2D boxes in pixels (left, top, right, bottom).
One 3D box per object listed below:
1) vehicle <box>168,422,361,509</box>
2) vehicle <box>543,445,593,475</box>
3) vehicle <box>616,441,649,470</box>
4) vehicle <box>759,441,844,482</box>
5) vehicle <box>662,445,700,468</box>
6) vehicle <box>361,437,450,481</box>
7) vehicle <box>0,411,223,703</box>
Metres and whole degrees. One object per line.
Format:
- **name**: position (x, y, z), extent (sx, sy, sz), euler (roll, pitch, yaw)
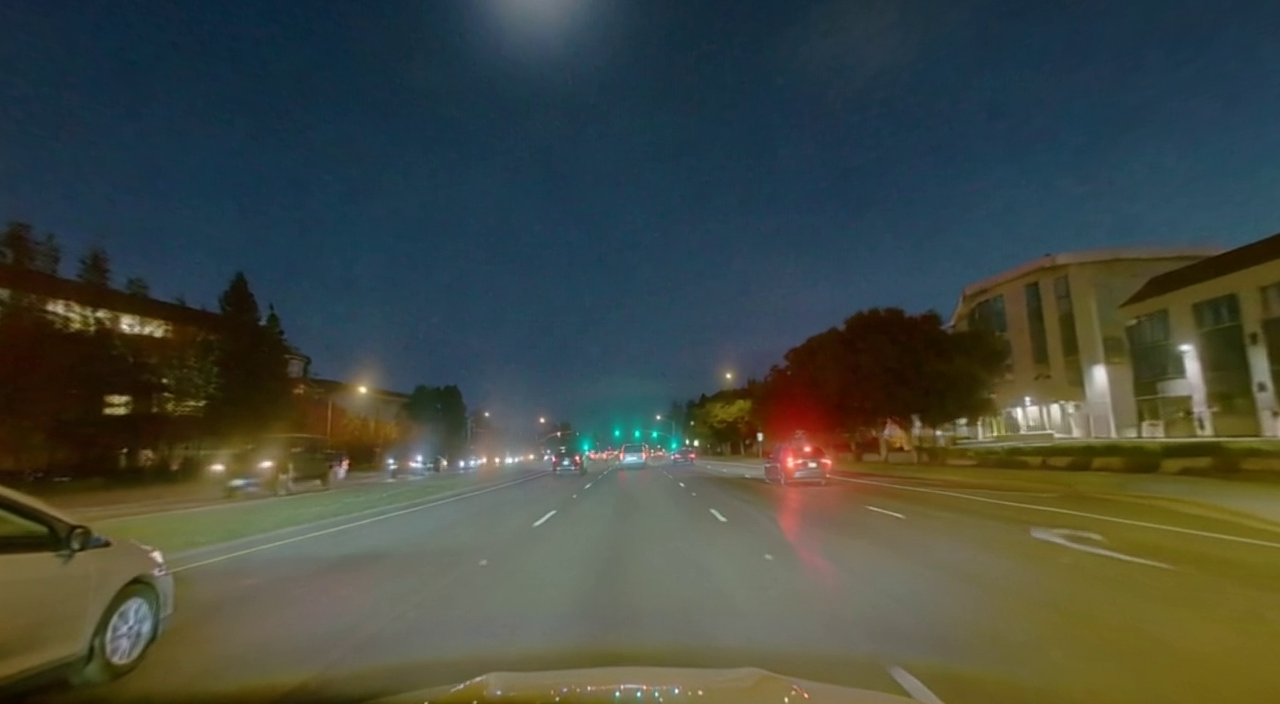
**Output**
- **vehicle**: position (-9.283, 2.792, 16.221), extent (2.185, 1.752, 4.599), euler (-4, -8, 0)
- **vehicle**: position (-3.828, 5.833, 34.365), extent (2.163, 1.474, 4.413), euler (0, -8, 1)
- **vehicle**: position (-0.465, 6.584, 40.290), extent (2.008, 1.716, 4.125), euler (0, -8, -1)
- **vehicle**: position (6.184, 4.239, 24.815), extent (2.028, 1.451, 4.625), euler (0, -8, -1)
- **vehicle**: position (2.617, 6.778, 41.131), extent (2.014, 1.430, 4.103), euler (0, -8, -2)
- **vehicle**: position (-9.539, 4.357, 26.107), extent (2.026, 1.639, 4.496), euler (0, -8, -1)
- **vehicle**: position (-3.733, 0.877, 1.878), extent (2.018, 1.476, 4.364), euler (0, -8, -1)
